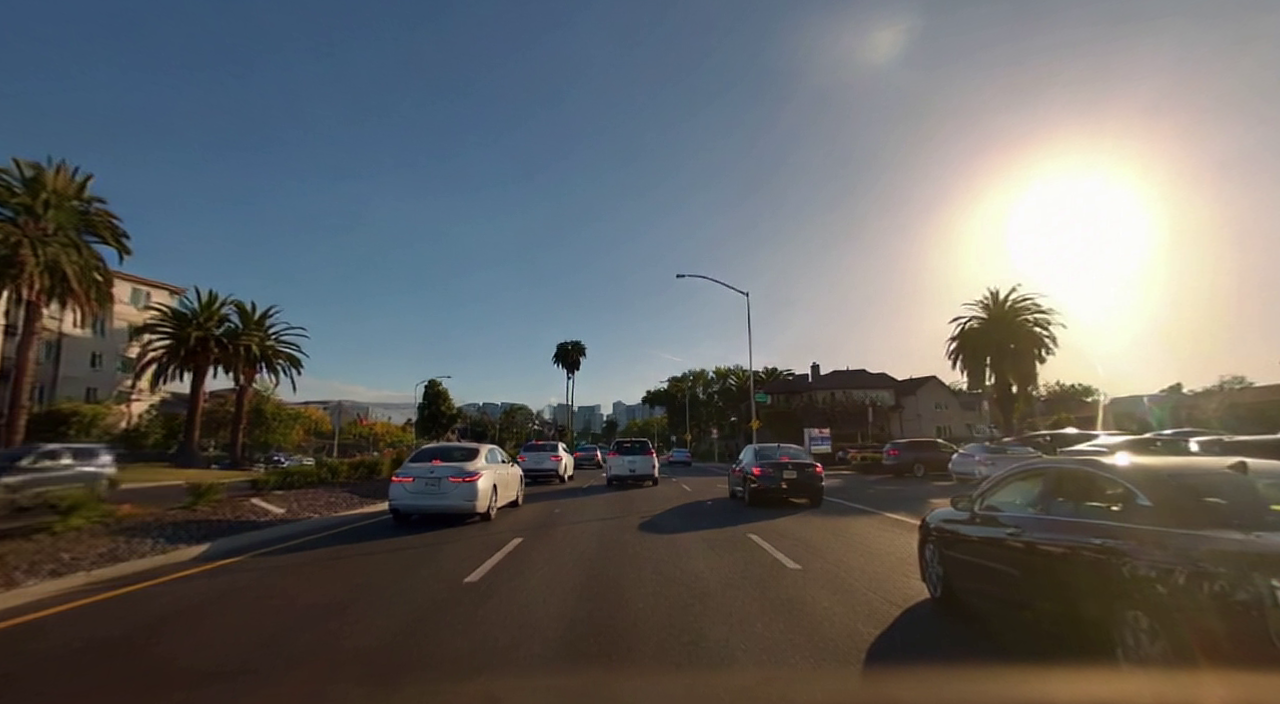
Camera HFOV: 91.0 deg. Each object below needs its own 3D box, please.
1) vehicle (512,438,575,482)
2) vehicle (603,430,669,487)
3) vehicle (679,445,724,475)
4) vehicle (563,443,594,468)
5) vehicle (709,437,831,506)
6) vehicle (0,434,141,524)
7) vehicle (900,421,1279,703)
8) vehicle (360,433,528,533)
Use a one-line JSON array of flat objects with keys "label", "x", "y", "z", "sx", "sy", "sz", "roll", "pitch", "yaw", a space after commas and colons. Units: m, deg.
[{"label": "vehicle", "x": -3.920, "y": 4.467, "z": 26.336, "sx": 1.932, "sy": 1.695, "sz": 4.235, "roll": 0, "pitch": -8, "yaw": 0}, {"label": "vehicle", "x": -0.150, "y": 3.840, "z": 22.952, "sx": 2.164, "sy": 1.867, "sz": 4.254, "roll": 0, "pitch": -8, "yaw": 0}, {"label": "vehicle", "x": 3.285, "y": 5.832, "z": 34.215, "sx": 1.880, "sy": 1.476, "sz": 3.932, "roll": 0, "pitch": -8, "yaw": -2}, {"label": "vehicle", "x": -4.282, "y": 7.290, "z": 44.632, "sx": 1.871, "sy": 1.673, "sz": 3.920, "roll": 0, "pitch": -8, "yaw": -1}, {"label": "vehicle", "x": 3.097, "y": 2.950, "z": 16.041, "sx": 1.977, "sy": 1.480, "sz": 4.589, "roll": 0, "pitch": -8, "yaw": -2}, {"label": "vehicle", "x": -13.785, "y": 2.696, "z": 13.656, "sx": 2.113, "sy": 1.772, "sz": 4.591, "roll": 0, "pitch": -8, "yaw": 0}, {"label": "vehicle", "x": 3.638, "y": 1.249, "z": 4.206, "sx": 1.867, "sy": 1.448, "sz": 4.436, "roll": 0, "pitch": -8, "yaw": -1}, {"label": "vehicle", "x": -3.365, "y": 2.314, "z": 11.753, "sx": 1.864, "sy": 1.505, "sz": 4.202, "roll": 0, "pitch": -8, "yaw": -1}]
